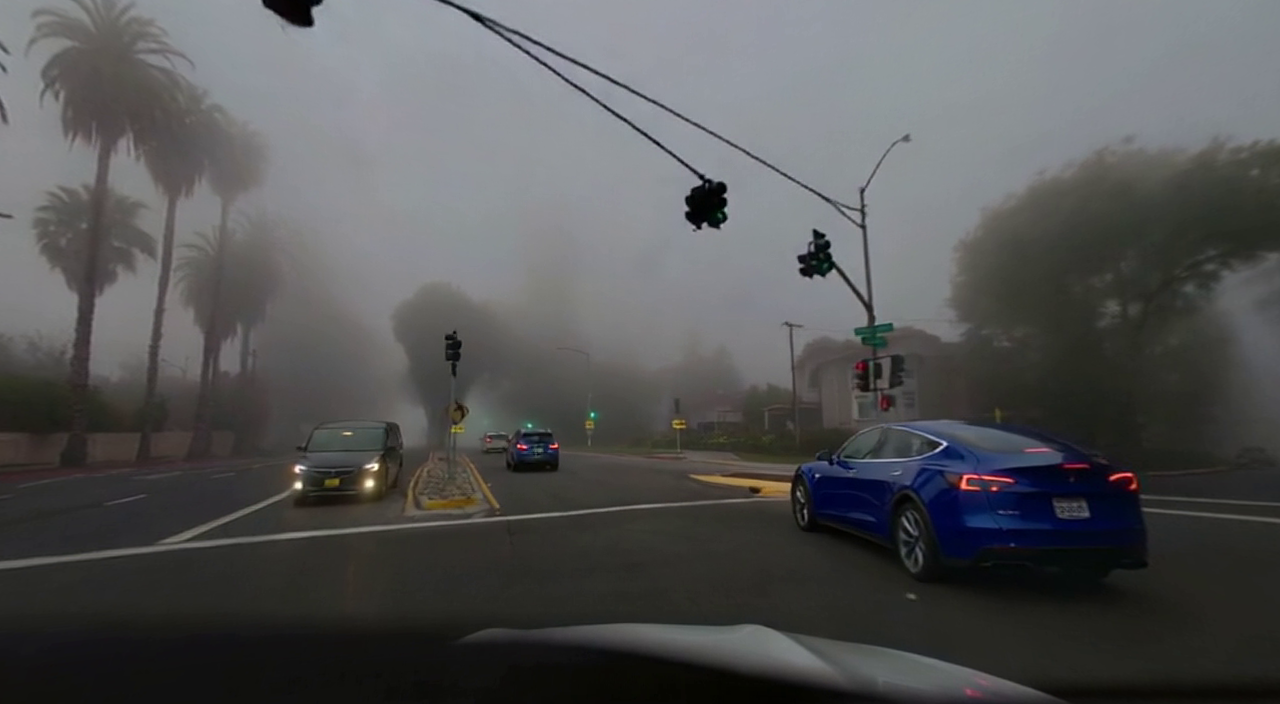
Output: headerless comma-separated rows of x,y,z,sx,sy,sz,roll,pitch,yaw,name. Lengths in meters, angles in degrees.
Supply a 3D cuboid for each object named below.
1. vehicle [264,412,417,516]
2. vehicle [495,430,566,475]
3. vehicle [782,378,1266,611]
-6.536,2.480,14.549,2.283,1.878,5.384,2,-9,-16,vehicle
-4.682,4.171,26.465,2.341,1.709,4.466,2,-9,-17,vehicle
3.673,1.493,7.640,2.205,1.803,5.135,1,-8,-6,vehicle
